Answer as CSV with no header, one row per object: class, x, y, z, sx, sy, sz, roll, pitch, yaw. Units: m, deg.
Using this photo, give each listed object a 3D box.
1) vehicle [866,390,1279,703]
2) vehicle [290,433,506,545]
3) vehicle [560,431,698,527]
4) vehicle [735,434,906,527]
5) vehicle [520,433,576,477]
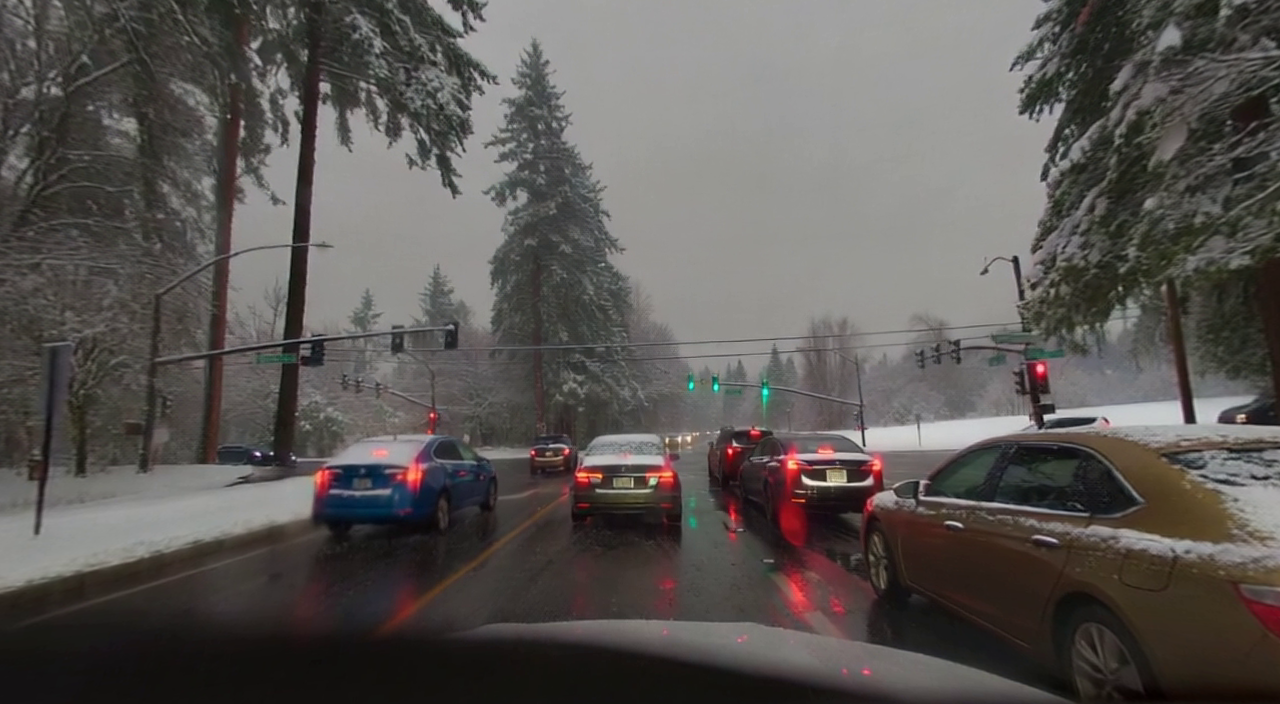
vehicle,3.135,1.134,3.894,1.903,1.480,4.270,0,-8,0
vehicle,-3.755,2.185,10.794,1.935,1.482,4.433,0,-8,0
vehicle,-0.180,2.263,11.776,2.147,1.479,3.803,0,-8,0
vehicle,3.181,2.327,12.162,1.975,1.460,4.357,0,-8,0
vehicle,-3.802,4.341,26.787,1.961,1.714,4.268,0,-8,-3
